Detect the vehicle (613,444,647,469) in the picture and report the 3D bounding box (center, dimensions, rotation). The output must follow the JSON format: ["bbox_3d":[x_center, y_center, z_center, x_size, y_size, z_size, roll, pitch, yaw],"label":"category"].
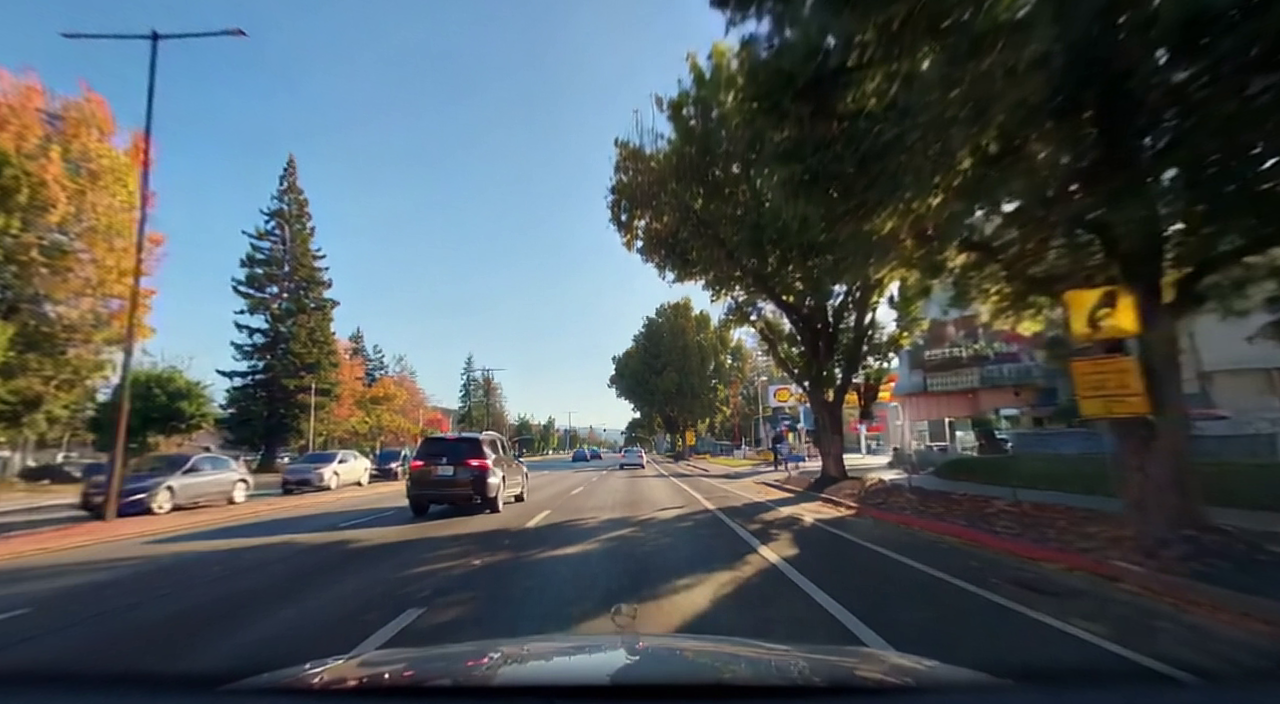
[{"bbox_3d":[-0.663,7.332,44.581,2.190,1.662,4.167,0,-8,2],"label":"vehicle"}]

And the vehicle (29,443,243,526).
[{"bbox_3d":[-11.838,3.064,15.311,1.843,1.512,4.221,-3,-7,-2],"label":"vehicle"}]

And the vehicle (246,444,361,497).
[{"bbox_3d":[-11.893,4.158,22.691,1.861,1.550,4.321,-4,-8,-1],"label":"vehicle"}]

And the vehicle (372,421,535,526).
[{"bbox_3d":[-3.567,2.412,13.112,1.985,1.772,4.479,0,-8,0],"label":"vehicle"}]
